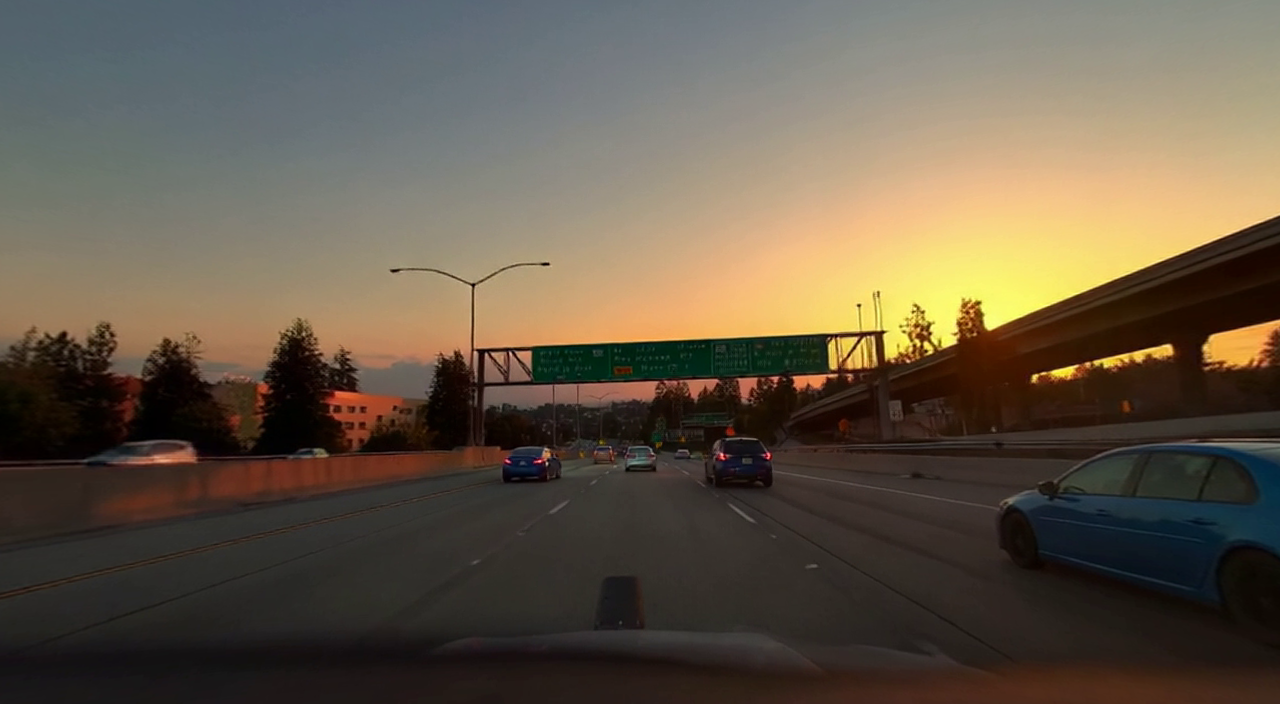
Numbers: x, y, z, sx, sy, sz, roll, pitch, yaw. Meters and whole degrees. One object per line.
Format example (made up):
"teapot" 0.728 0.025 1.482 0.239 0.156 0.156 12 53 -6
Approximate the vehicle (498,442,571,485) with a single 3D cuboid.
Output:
"vehicle" -3.961 4.258 24.401 2.031 1.491 4.145 0 -8 1

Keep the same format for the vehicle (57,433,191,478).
"vehicle" -26.565 5.345 32.752 2.204 2.082 5.496 0 -9 1

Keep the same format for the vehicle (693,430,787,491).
"vehicle" 3.091 3.472 20.487 2.202 1.748 4.158 1 -8 -3

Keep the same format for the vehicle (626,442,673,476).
"vehicle" 0.437 5.013 29.741 2.089 1.493 3.964 0 -8 0
